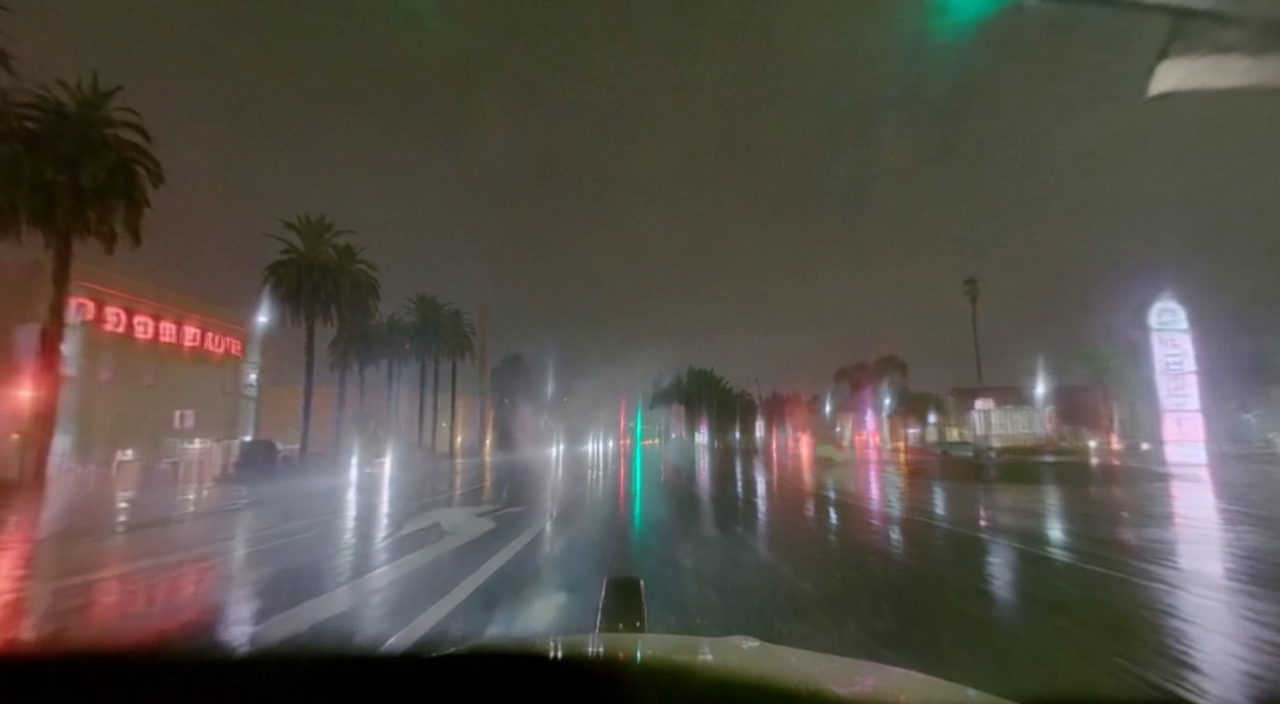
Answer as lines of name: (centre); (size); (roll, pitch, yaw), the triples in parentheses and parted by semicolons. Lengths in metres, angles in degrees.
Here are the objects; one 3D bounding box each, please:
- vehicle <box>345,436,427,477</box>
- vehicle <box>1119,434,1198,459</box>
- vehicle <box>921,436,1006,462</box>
vehicle: (-13.066, 5.377, 32.885); (2.237, 1.950, 5.039); (0, -8, -1)
vehicle: (34.830, 6.351, 42.490); (3.698, 1.478, 1.811); (-2, -8, -2)
vehicle: (21.644, 6.495, 42.368); (4.620, 1.475, 1.904); (-3, -8, -3)
